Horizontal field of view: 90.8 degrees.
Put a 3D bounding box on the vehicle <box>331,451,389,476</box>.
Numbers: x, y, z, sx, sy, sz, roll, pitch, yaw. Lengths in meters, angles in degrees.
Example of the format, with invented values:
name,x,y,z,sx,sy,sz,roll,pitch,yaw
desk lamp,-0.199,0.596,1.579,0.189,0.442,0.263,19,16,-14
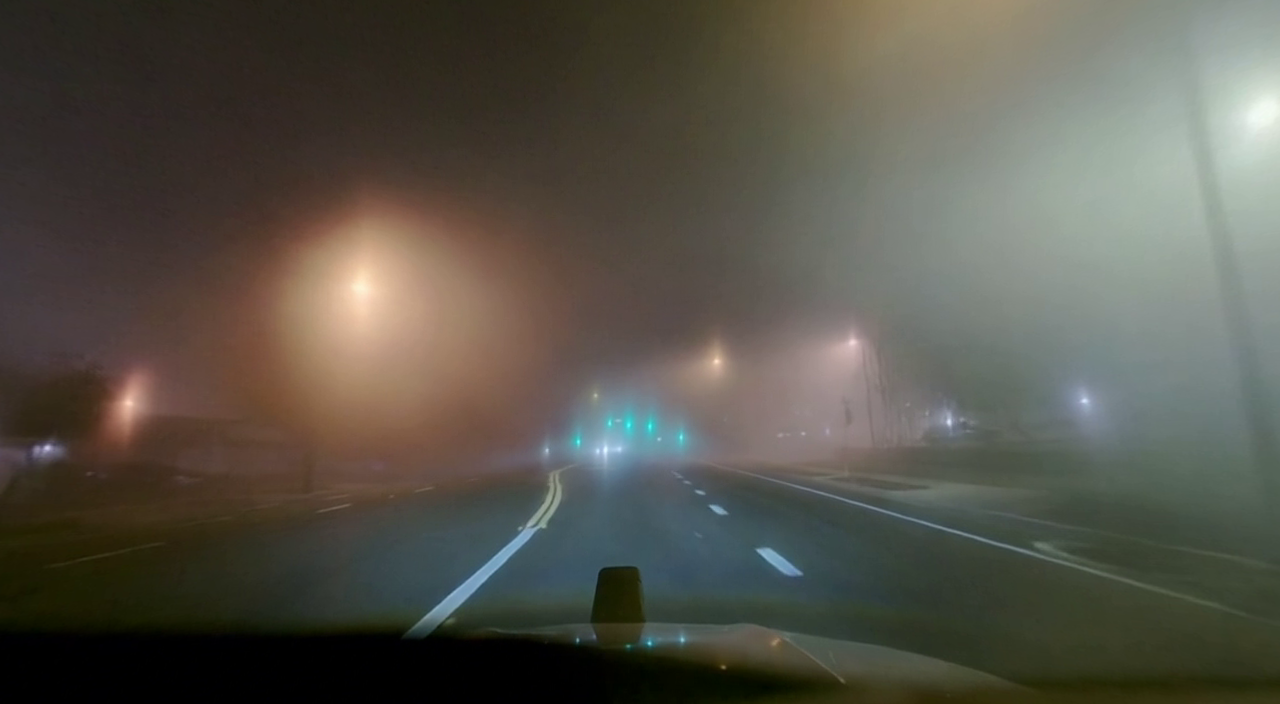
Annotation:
name,x,y,z,sx,sy,sz,roll,pitch,yaw
vehicle,-21.343,8.505,48.381,2.030,1.759,4.949,-1,-8,2

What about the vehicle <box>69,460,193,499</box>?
name,x,y,z,sx,sy,sz,roll,pitch,yaw
vehicle,-23.682,5.915,29.646,2.067,1.644,4.216,0,-9,4

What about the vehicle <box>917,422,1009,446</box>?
name,x,y,z,sx,sy,sz,roll,pitch,yaw
vehicle,19.777,5.039,38.809,4.621,1.393,1.824,-1,-9,3
